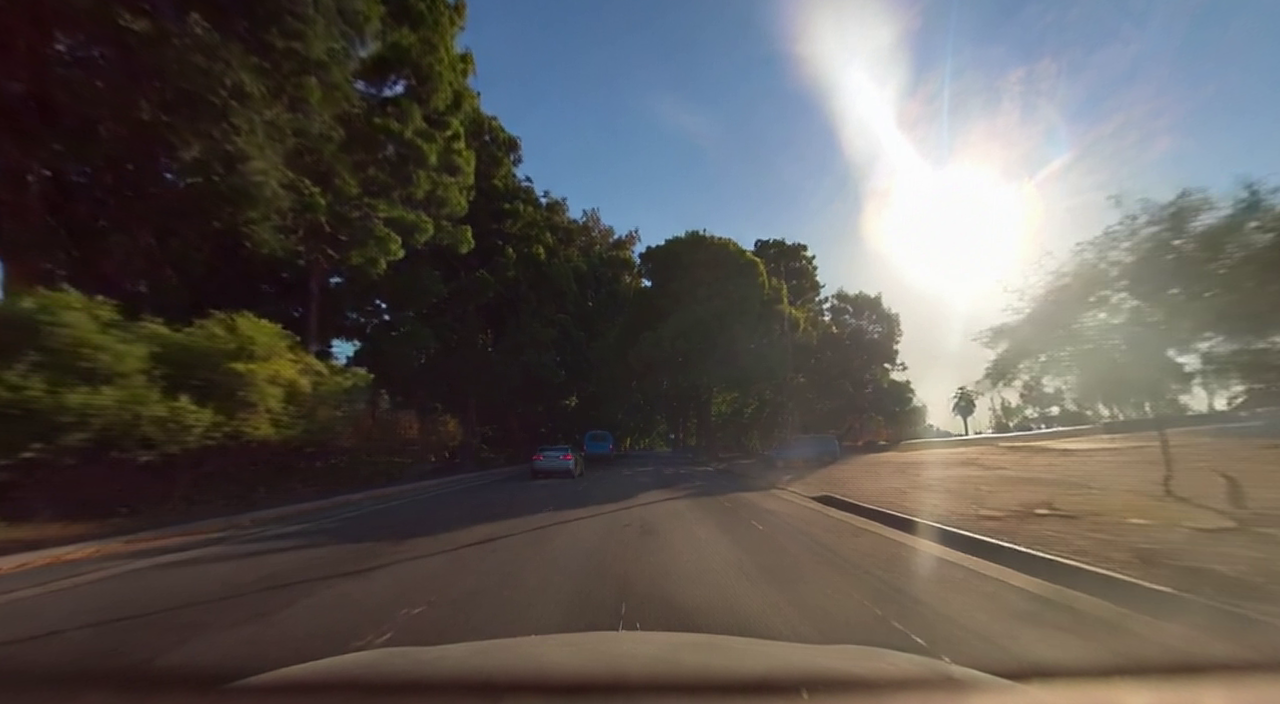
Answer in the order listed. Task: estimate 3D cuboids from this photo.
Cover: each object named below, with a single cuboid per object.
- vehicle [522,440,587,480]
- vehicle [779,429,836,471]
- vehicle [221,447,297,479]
[{"bbox_3d":[-3.338,4.305,25.430,2.009,1.473,4.028,0,-8,1],"label":"vehicle"},{"bbox_3d":[7.142,4.195,27.147,1.596,1.654,2.920,-1,-8,0],"label":"vehicle"},{"bbox_3d":[-22.597,6.572,37.704,1.911,1.799,4.222,0,-8,-1],"label":"vehicle"}]
